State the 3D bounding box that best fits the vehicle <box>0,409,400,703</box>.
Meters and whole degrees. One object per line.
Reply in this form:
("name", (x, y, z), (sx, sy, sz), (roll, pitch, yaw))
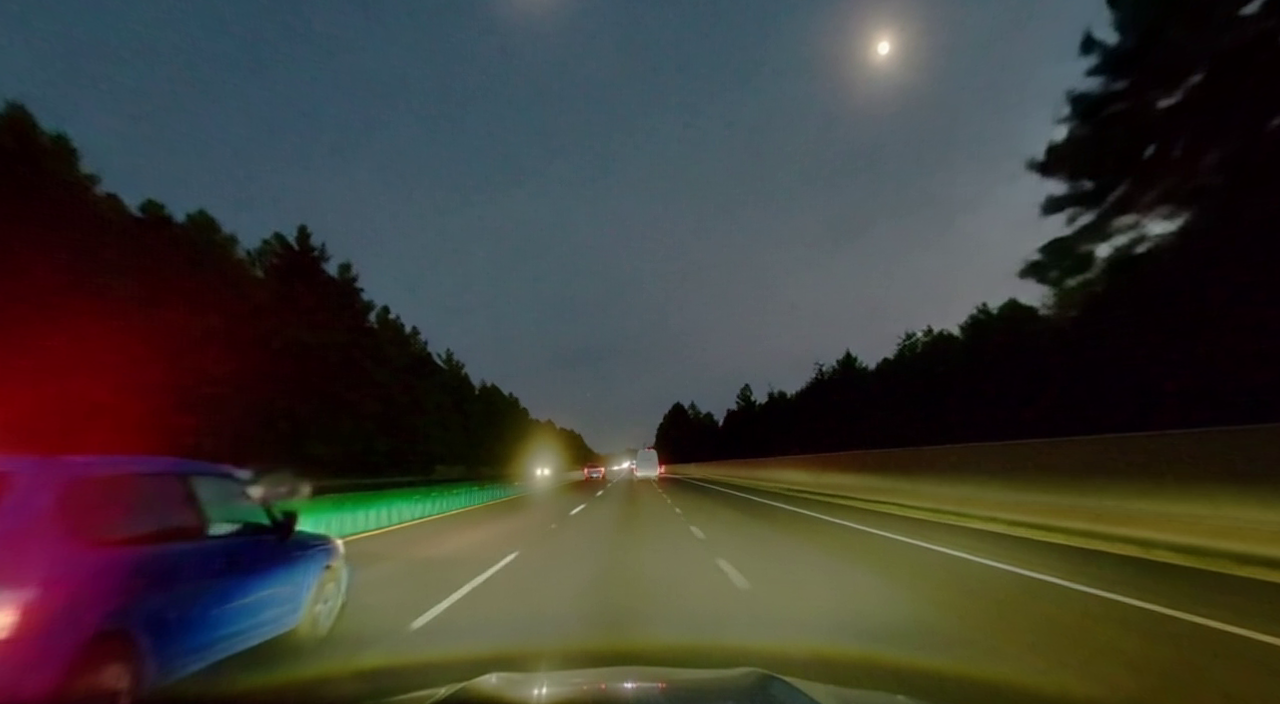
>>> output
("vehicle", (-3.355, 1.242, 3.838), (2.038, 1.490, 4.391), (1, -11, 0))
